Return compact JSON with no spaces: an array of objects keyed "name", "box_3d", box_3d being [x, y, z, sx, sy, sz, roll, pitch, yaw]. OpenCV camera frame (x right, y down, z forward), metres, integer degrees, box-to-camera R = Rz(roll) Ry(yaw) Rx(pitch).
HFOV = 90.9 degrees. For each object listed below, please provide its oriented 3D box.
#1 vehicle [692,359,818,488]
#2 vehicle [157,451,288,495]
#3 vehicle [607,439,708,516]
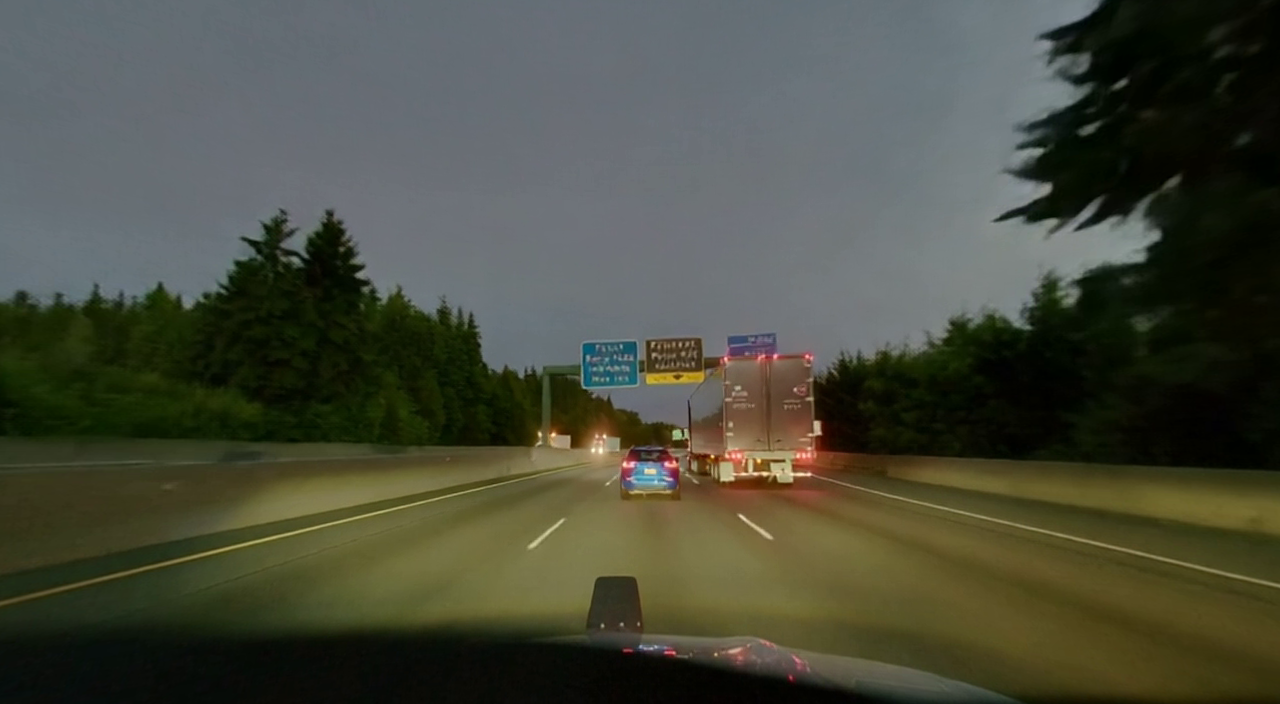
[{"name":"vehicle","box_3d":[4.128,3.289,26.498,2.960,4.018,13.834,0,-9,1]},{"name":"vehicle","box_3d":[-15.391,4.447,23.574,1.769,1.450,4.404,0,-9,2]},{"name":"vehicle","box_3d":[0.349,2.921,15.179,2.039,1.532,4.610,0,-9,0]}]
